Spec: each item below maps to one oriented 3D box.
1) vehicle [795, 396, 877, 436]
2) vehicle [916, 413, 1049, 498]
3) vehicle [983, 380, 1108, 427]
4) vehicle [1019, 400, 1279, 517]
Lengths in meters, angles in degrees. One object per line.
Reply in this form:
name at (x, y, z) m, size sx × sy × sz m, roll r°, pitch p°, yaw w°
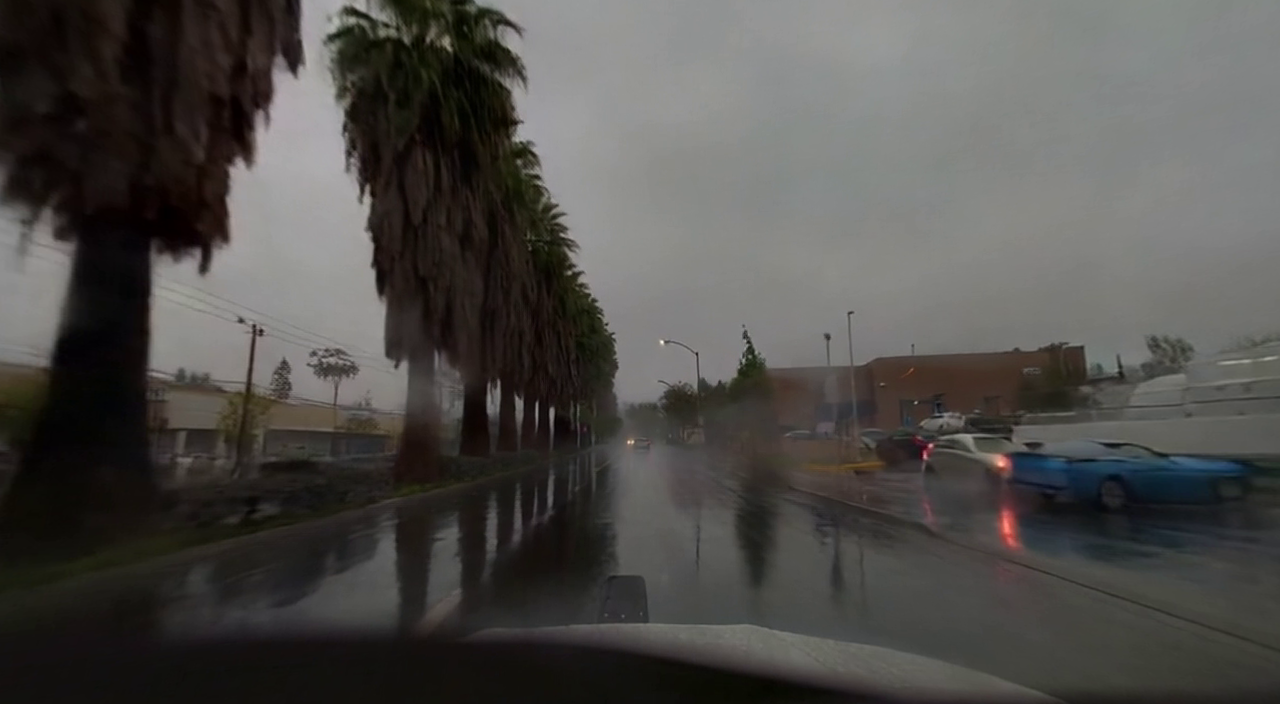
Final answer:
vehicle at (11.683, 3.864, 37.231) m, size 5.186 × 2.000 × 2.226 m, roll 9°, pitch -13°, yaw -41°
vehicle at (9.468, 3.099, 17.853) m, size 1.917 × 1.876 × 4.629 m, roll -6°, pitch -15°, yaw 12°
vehicle at (22.370, 2.922, 34.803) m, size 5.257 × 1.921 × 2.104 m, roll -13°, pitch -15°, yaw 42°
vehicle at (9.447, 2.020, 11.956) m, size 1.655 × 1.820 × 3.969 m, roll 0°, pitch -10°, yaw -5°
